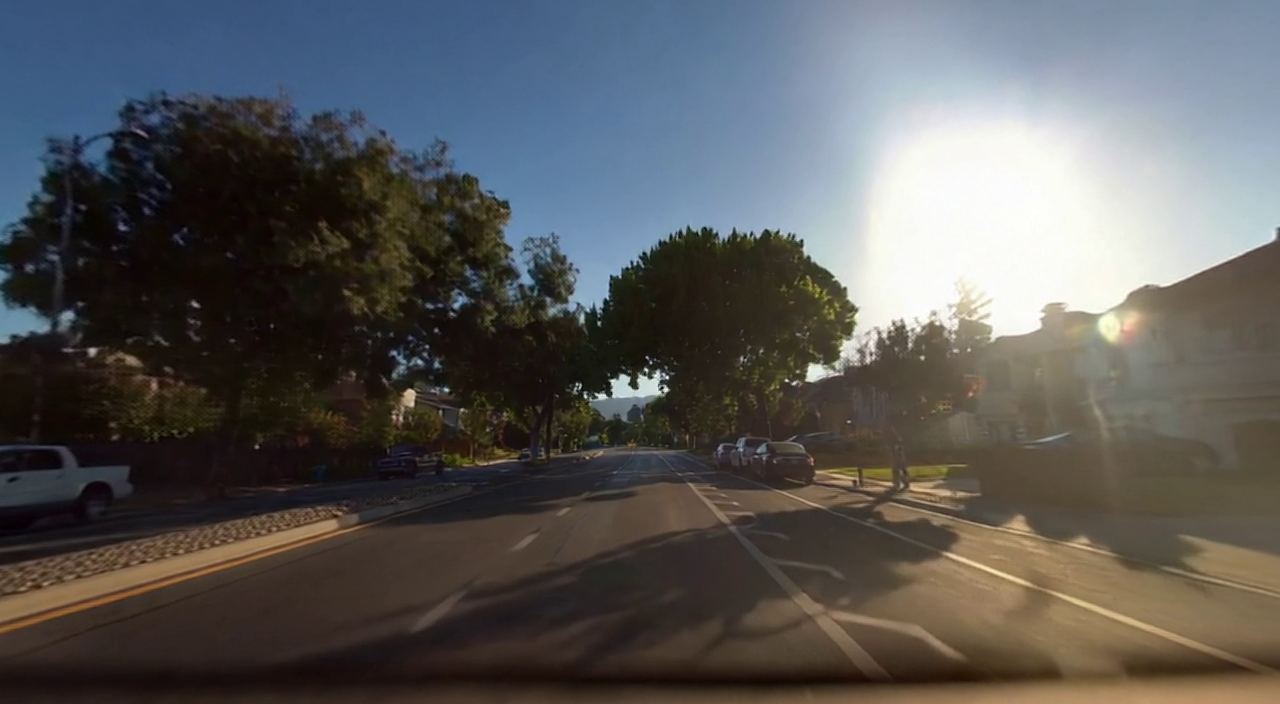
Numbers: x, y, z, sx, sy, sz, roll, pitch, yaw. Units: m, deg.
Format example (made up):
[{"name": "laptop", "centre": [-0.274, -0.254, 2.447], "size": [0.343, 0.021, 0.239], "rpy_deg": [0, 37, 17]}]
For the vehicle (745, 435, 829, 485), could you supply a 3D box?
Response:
[{"name": "vehicle", "centre": [5.205, 3.914, 23.085], "size": [1.885, 1.603, 5.235], "rpy_deg": [0, -9, 1]}]

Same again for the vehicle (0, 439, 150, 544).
[{"name": "vehicle", "centre": [-12.036, 2.491, 11.514], "size": [2.228, 1.766, 4.770], "rpy_deg": [0, -8, 1]}]

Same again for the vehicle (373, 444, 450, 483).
[{"name": "vehicle", "centre": [-11.503, 5.598, 32.107], "size": [2.054, 1.704, 4.710], "rpy_deg": [-3, -8, 3]}]

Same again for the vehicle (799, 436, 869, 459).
[{"name": "vehicle", "centre": [13.851, 6.846, 45.244], "size": [4.317, 1.595, 2.095], "rpy_deg": [0, -9, 0]}]

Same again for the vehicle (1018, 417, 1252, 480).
[{"name": "vehicle", "centre": [14.157, 2.784, 18.289], "size": [4.902, 1.667, 2.162], "rpy_deg": [0, -8, 0]}]
